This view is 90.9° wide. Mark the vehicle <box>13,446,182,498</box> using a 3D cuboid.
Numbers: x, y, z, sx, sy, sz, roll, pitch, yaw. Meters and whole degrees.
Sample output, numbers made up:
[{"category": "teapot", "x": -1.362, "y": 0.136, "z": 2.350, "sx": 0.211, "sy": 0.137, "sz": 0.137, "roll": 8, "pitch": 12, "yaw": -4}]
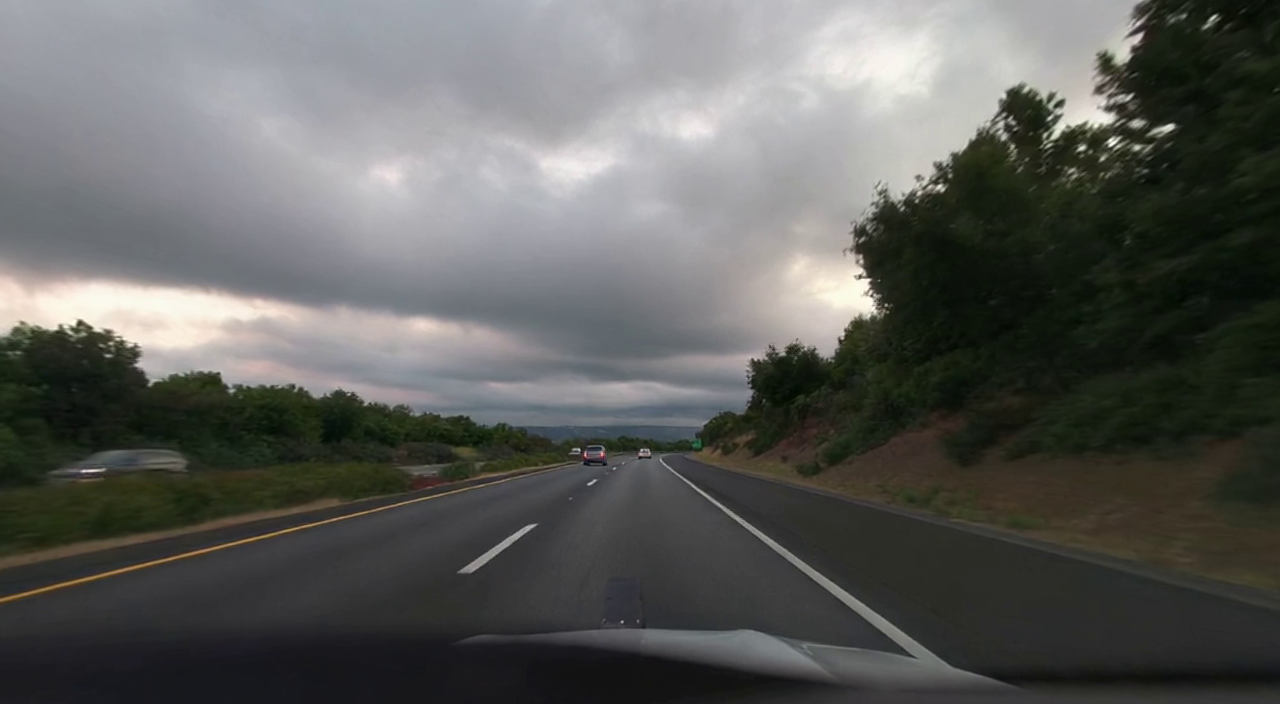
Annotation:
[{"category": "vehicle", "x": -16.452, "y": 3.625, "z": 19.406, "sx": 1.768, "sy": 1.435, "sz": 3.802, "roll": 0, "pitch": -9, "yaw": 1}]
